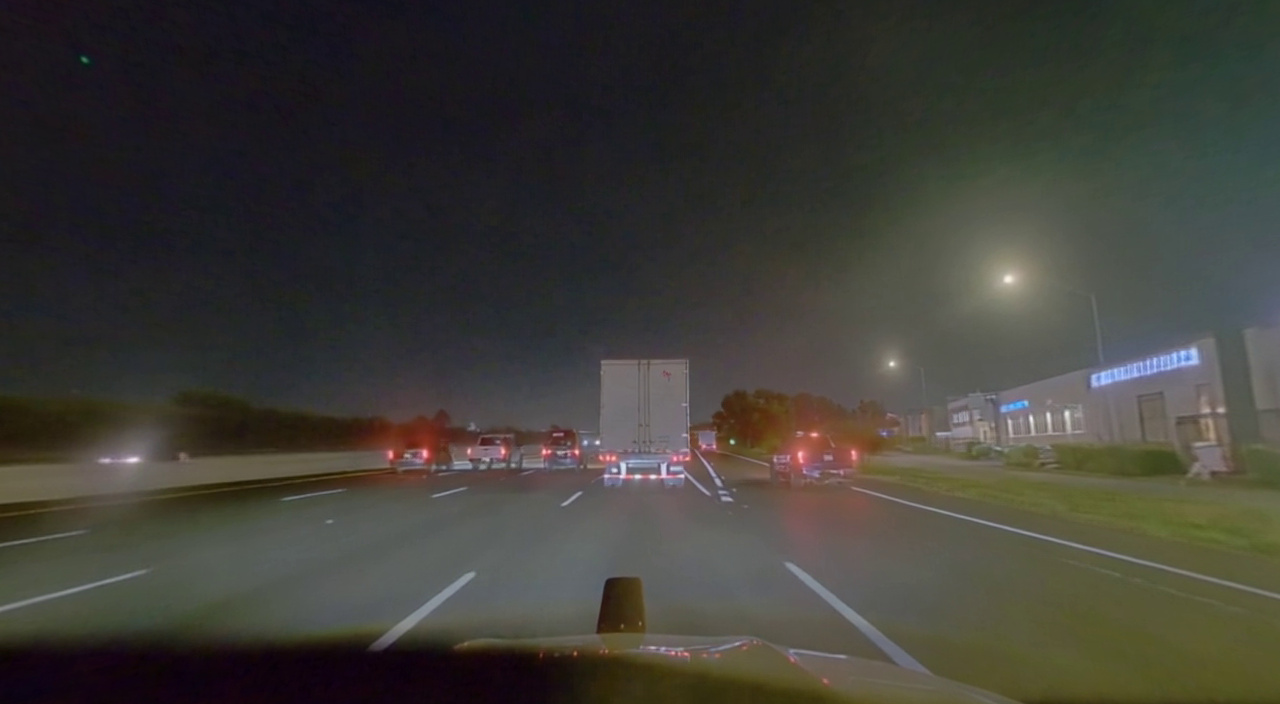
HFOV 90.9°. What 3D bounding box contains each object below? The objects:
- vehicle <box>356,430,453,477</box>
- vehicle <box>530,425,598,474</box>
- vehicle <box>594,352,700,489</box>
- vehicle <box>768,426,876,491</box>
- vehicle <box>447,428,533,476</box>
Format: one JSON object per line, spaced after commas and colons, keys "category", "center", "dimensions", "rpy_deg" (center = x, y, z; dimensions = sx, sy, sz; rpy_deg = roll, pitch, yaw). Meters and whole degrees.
{"category": "vehicle", "center": [-10.443, 4.579, 28.591], "dimensions": [2.089, 1.885, 5.888], "rpy_deg": [0, -9, 0]}
{"category": "vehicle", "center": [-3.424, 4.580, 29.739], "dimensions": [2.379, 2.075, 6.169], "rpy_deg": [0, -9, 1]}
{"category": "vehicle", "center": [0.092, 2.617, 22.495], "dimensions": [2.941, 3.794, 9.851], "rpy_deg": [0, -9, -1]}
{"category": "vehicle", "center": [5.607, 3.367, 20.158], "dimensions": [2.137, 1.796, 4.817], "rpy_deg": [0, -9, 2]}
{"category": "vehicle", "center": [-6.803, 4.654, 29.417], "dimensions": [2.479, 1.978, 5.952], "rpy_deg": [0, -9, 1]}
